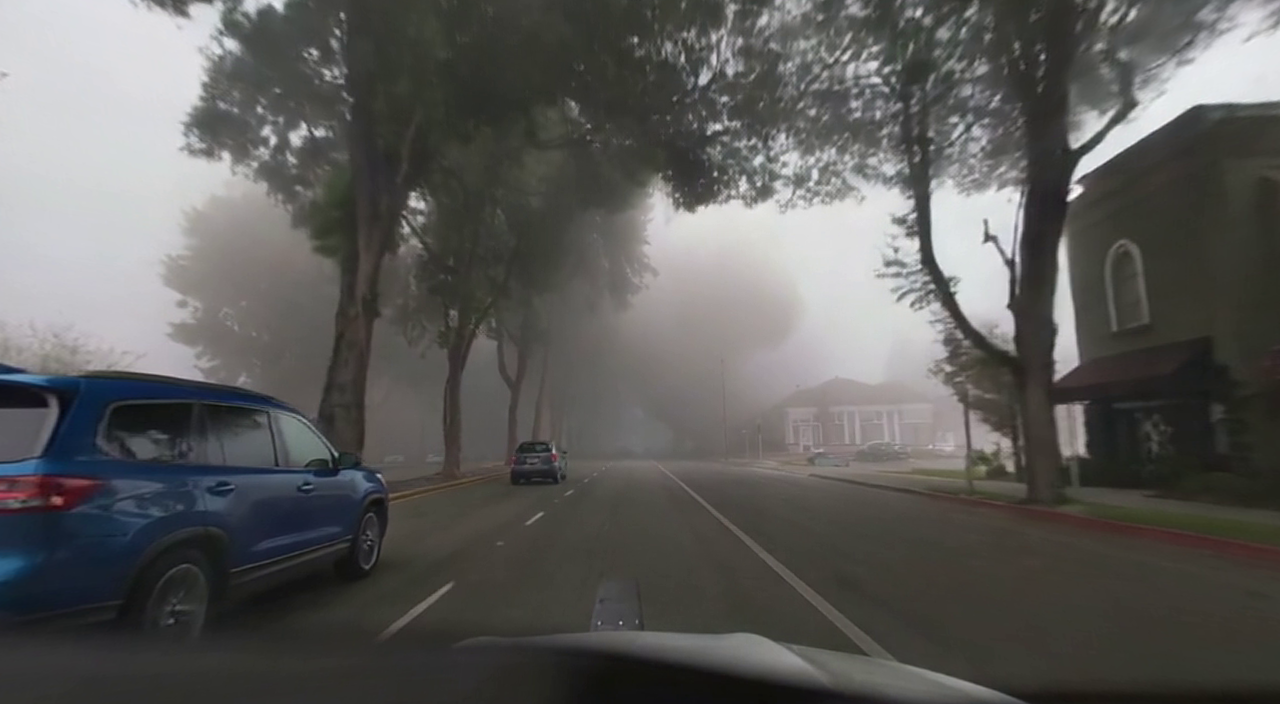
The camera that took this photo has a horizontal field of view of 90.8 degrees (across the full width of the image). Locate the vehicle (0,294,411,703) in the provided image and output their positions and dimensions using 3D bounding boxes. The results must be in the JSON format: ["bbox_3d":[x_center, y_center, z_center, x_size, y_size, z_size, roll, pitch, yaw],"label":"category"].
[{"bbox_3d":[-3.383,1.007,4.309,2.042,1.817,4.364,0,-8,-1],"label":"vehicle"}]

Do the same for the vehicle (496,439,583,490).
[{"bbox_3d":[-3.157,3.647,20.807,2.069,1.470,4.601,0,-8,0],"label":"vehicle"}]
